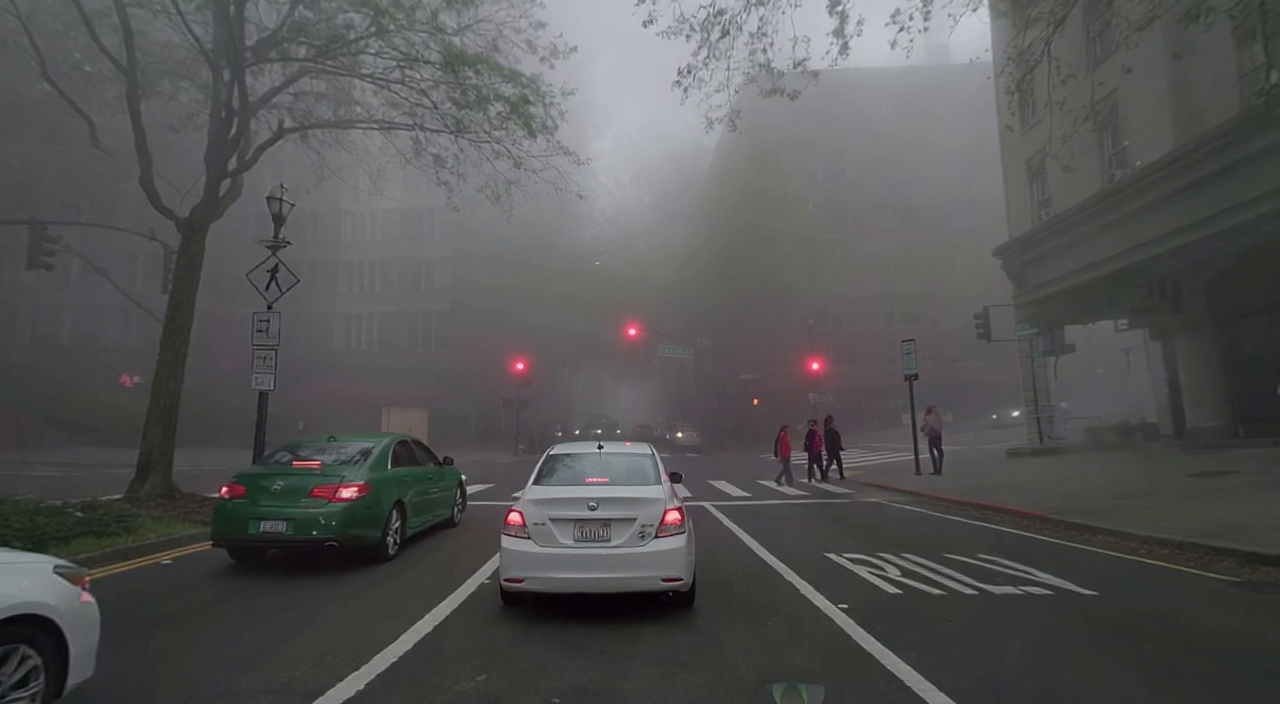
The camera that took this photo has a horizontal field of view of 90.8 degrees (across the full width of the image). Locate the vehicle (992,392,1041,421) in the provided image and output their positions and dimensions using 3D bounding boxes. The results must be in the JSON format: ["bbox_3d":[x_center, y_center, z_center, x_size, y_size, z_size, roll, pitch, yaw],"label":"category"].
[{"bbox_3d":[26.579,3.908,44.528,1.979,1.769,4.657,-7,-11,40],"label":"vehicle"}]

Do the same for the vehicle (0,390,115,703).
[{"bbox_3d":[-3.907,0.699,1.194,1.995,1.524,4.438,0,-8,0],"label":"vehicle"}]

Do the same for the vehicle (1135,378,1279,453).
[{"bbox_3d":[21.627,2.359,22.882,5.863,2.493,2.354,2,-9,-12],"label":"vehicle"}]

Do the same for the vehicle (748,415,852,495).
[{"bbox_3d":[3.756,2.513,15.633,1.958,1.667,4.392,-1,-9,7],"label":"vehicle"}]

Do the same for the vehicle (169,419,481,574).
[{"bbox_3d":[-3.685,1.755,8.486,1.934,1.522,4.287,0,-8,0],"label":"vehicle"}]

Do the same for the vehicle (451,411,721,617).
[{"bbox_3d":[-0.418,1.496,6.730,1.999,1.520,3.896,0,-8,-1],"label":"vehicle"}]
